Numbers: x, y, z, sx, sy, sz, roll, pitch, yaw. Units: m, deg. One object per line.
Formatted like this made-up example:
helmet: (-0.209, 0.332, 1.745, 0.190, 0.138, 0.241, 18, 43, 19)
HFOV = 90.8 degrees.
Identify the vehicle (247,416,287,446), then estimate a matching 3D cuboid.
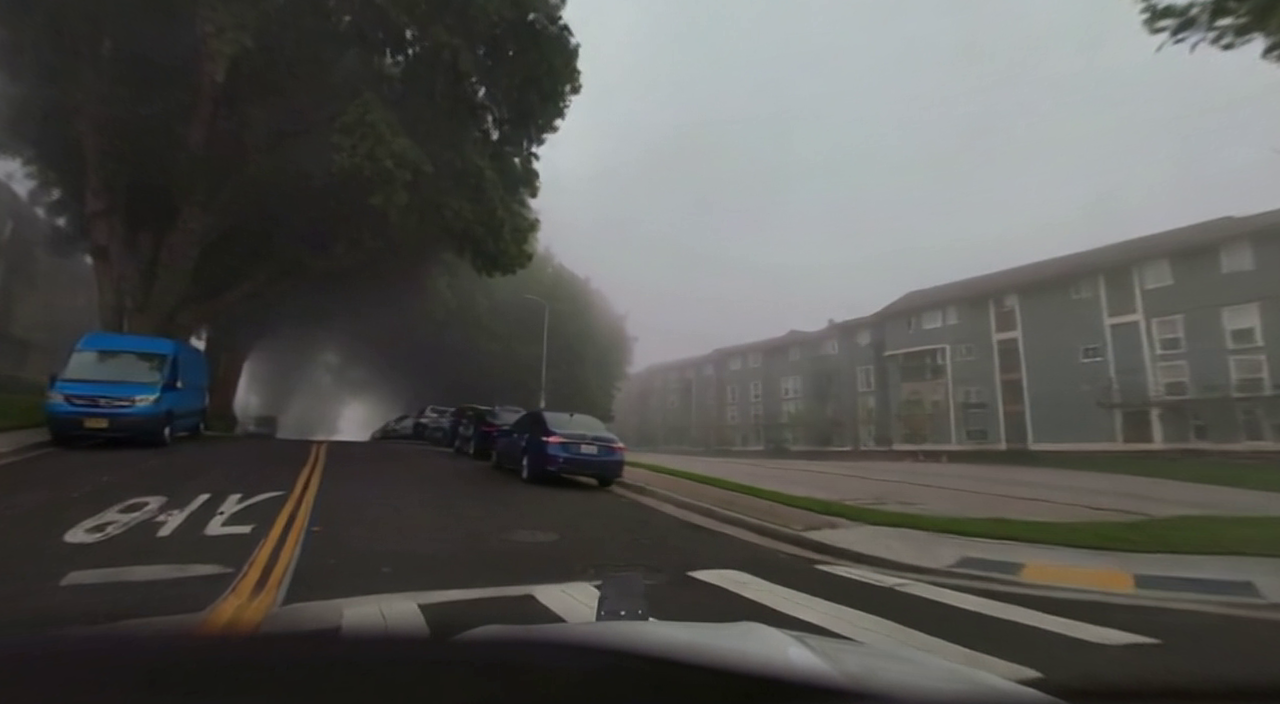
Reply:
vehicle: (-25.653, 5.411, 43.588, 2.090, 1.674, 4.457, 1, -3, -27)

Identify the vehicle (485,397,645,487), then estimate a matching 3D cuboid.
vehicle: (-1.674, 1.783, 12.496, 1.827, 1.436, 4.322, 4, -9, -25)

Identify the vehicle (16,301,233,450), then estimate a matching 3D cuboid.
vehicle: (-11.535, 0.791, 14.924, 2.546, 2.664, 6.863, 1, -7, -27)
